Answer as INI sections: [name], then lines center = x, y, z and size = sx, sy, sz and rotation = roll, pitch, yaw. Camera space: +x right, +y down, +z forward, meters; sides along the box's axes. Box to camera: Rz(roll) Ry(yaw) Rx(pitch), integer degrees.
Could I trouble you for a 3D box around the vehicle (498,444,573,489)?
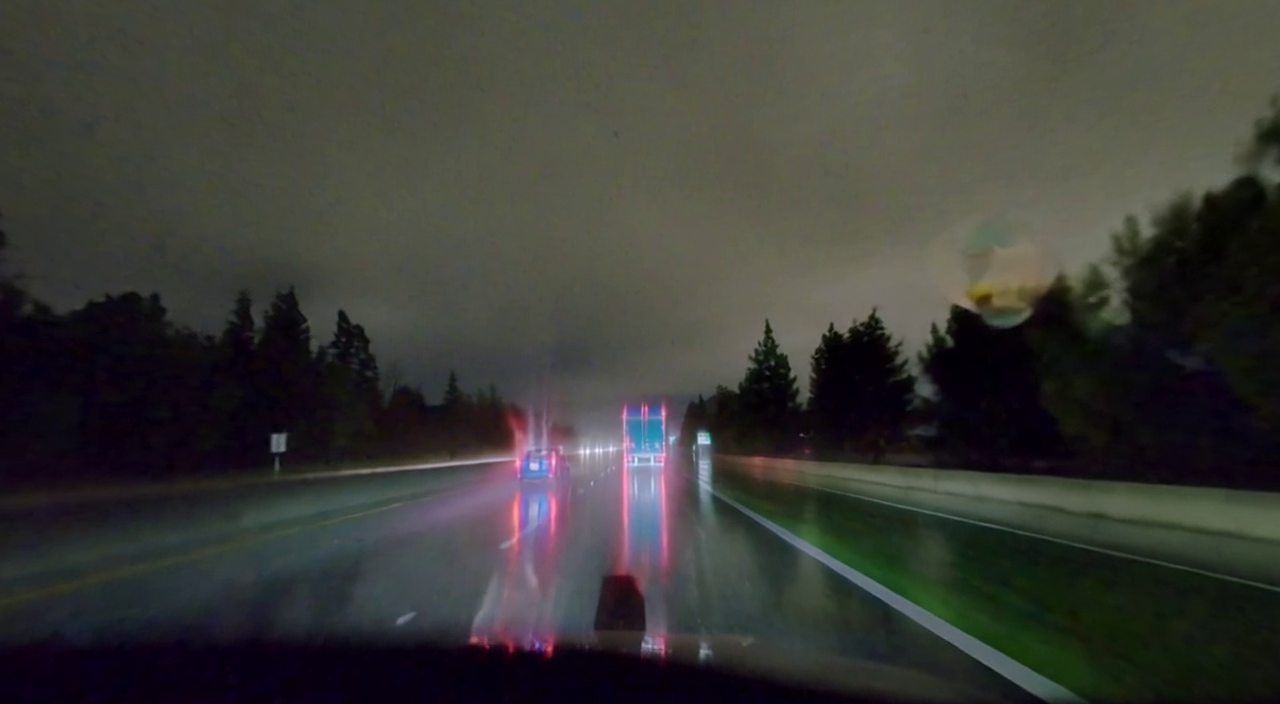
[vehicle]
center = -3.703, 4.133, 23.064
size = 1.955, 1.438, 4.100
rotation = -1, -9, 1
